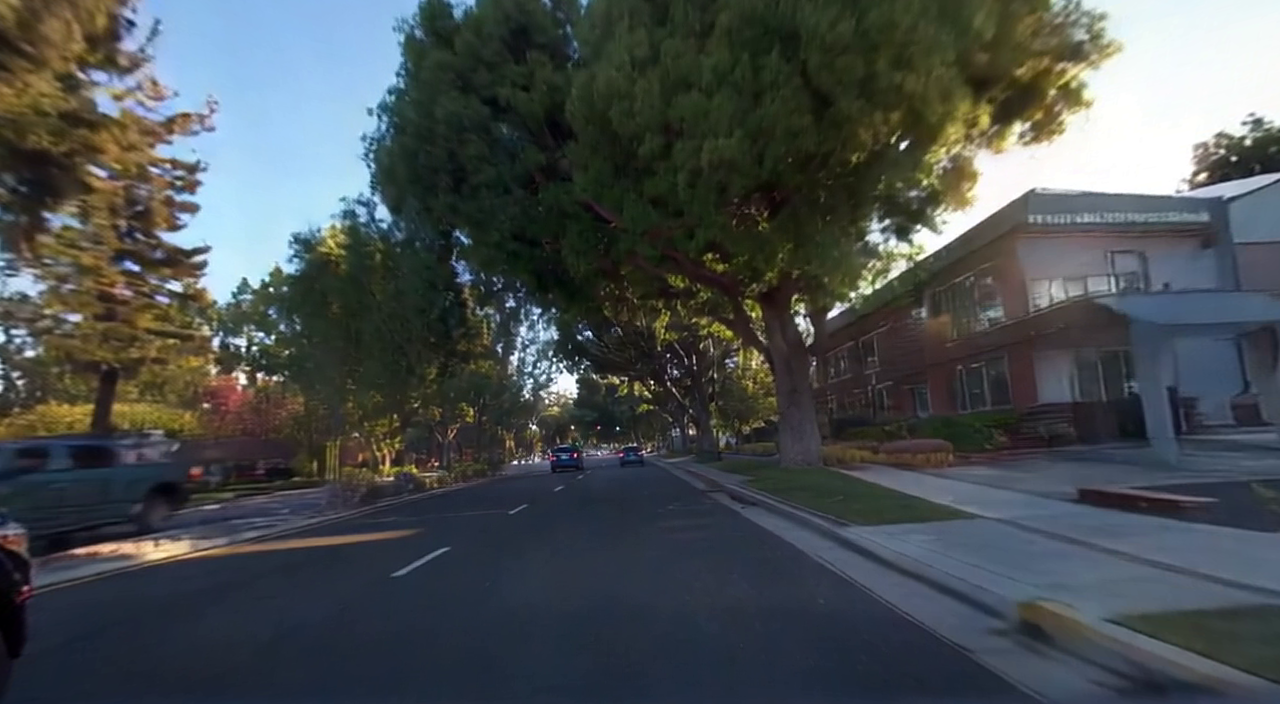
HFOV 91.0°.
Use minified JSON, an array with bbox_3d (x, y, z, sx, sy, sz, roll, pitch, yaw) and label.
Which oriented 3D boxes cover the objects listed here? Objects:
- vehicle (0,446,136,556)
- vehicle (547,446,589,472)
[{"bbox_3d":[-12.290,2.670,11.117,2.292,1.882,5.655,-2,-10,-3],"label":"vehicle"},{"bbox_3d":[-4.397,6.627,39.200,2.083,1.460,4.527,0,-8,0],"label":"vehicle"}]
